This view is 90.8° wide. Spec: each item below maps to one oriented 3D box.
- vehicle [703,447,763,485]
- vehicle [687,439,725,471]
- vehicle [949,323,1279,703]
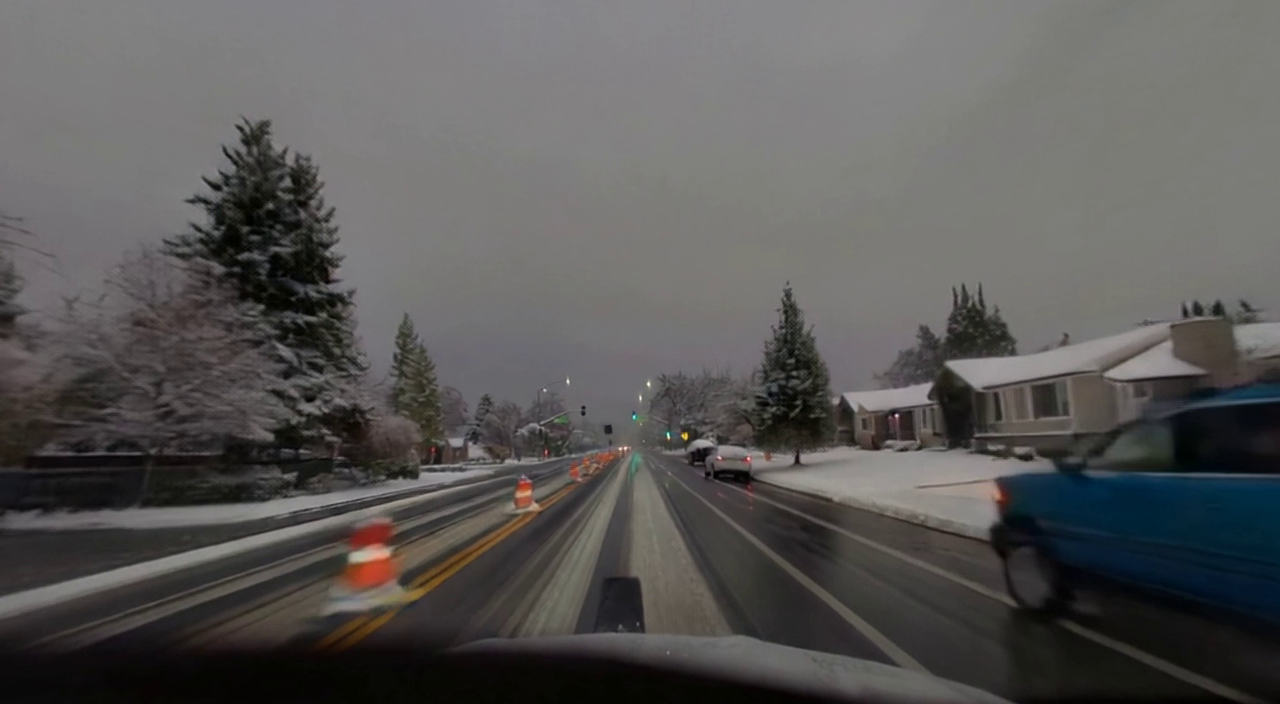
[{"bbox_3d":[3.813,4.722,26.585,1.870,1.441,4.539,0,-9,1],"label":"vehicle"},{"bbox_3d":[4.139,6.529,40.227,2.241,1.935,3.270,-1,-9,4],"label":"vehicle"},{"bbox_3d":[4.107,0.873,3.261,2.255,1.914,4.967,0,-9,-3],"label":"vehicle"}]
